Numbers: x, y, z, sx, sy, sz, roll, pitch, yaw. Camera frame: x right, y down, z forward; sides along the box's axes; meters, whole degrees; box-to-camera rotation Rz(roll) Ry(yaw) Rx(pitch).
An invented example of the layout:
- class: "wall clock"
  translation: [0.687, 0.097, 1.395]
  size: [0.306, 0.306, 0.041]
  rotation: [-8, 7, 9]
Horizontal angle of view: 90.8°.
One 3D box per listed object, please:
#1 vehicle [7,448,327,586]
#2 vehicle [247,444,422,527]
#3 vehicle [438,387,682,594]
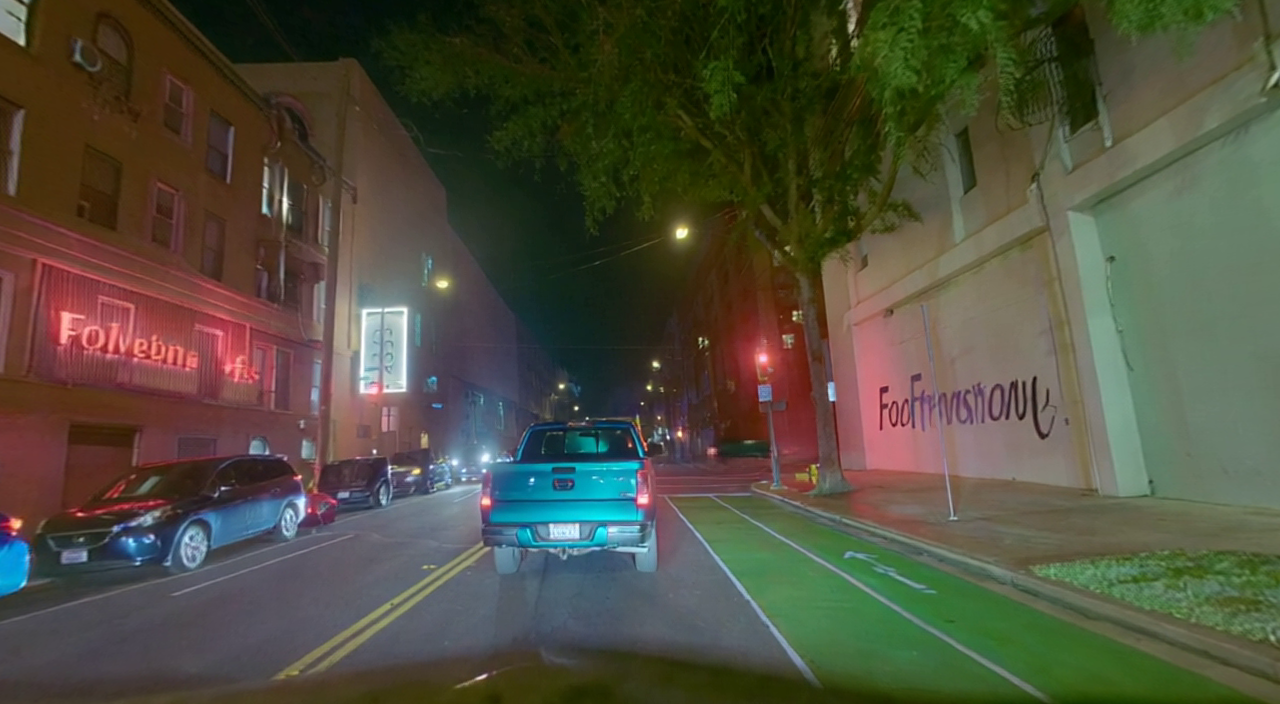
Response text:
- class: "vehicle"
  translation: [-7.162, 2.454, 10.375]
  size: [1.882, 1.686, 4.489]
  rotation: [0, -8, -2]
- class: "vehicle"
  translation: [-7.394, 3.231, 16.058]
  size: [1.884, 1.730, 5.076]
  rotation: [0, -8, 0]
- class: "vehicle"
  translation: [-0.706, 1.602, 8.147]
  size: [2.215, 1.882, 4.611]
  rotation: [0, -8, 1]
